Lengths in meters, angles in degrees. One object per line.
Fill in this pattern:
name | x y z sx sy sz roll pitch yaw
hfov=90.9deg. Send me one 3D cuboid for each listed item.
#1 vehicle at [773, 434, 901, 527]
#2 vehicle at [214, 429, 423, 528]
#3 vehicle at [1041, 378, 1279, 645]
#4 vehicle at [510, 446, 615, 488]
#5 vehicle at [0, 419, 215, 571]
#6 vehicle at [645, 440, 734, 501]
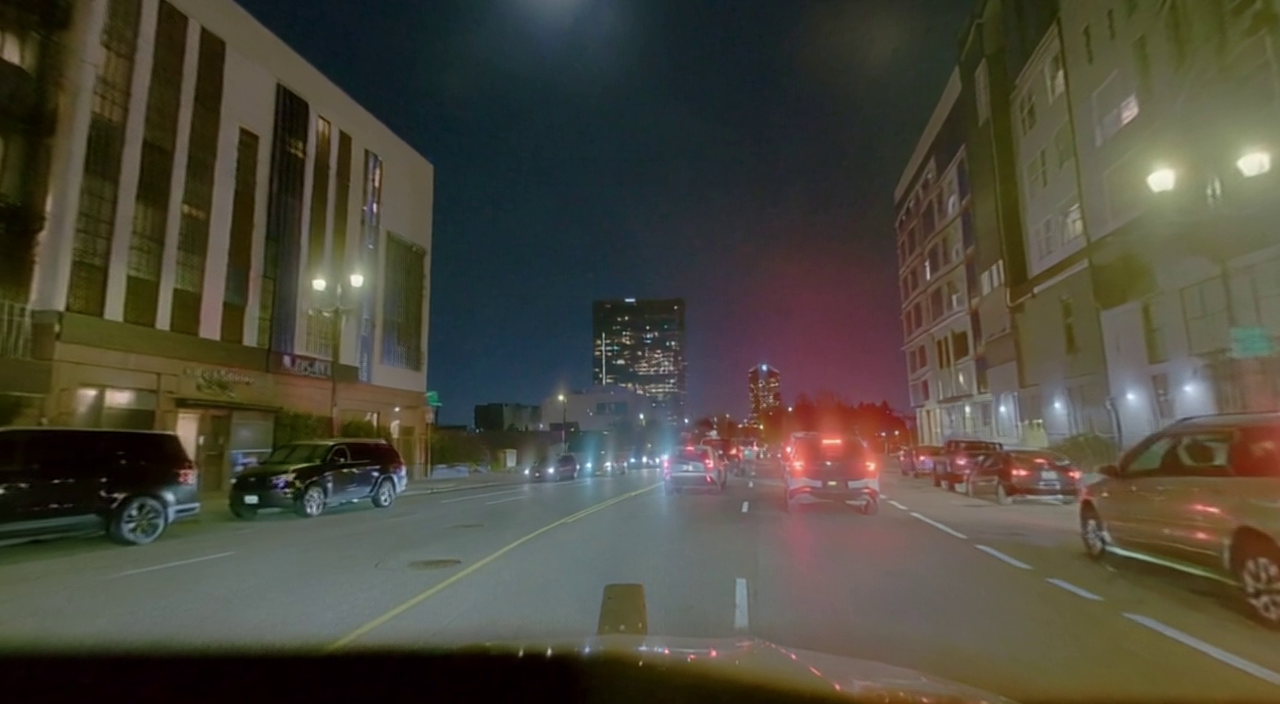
vehicle | 3.725 2.451 12.662 1.982 1.510 4.144 -2 -8 11
vehicle | -7.367 2.874 15.048 1.934 1.770 4.546 -9 -10 12
vehicle | 5.745 1.298 5.762 2.088 1.775 4.454 -2 -9 14
vehicle | -3.081 4.653 25.940 1.928 1.503 4.322 -6 -10 33
vehicle | -8.781 1.860 8.444 2.070 1.854 4.985 -2 -8 11
vehicle | 1.482 3.180 17.345 2.031 1.461 3.763 -2 -8 10
